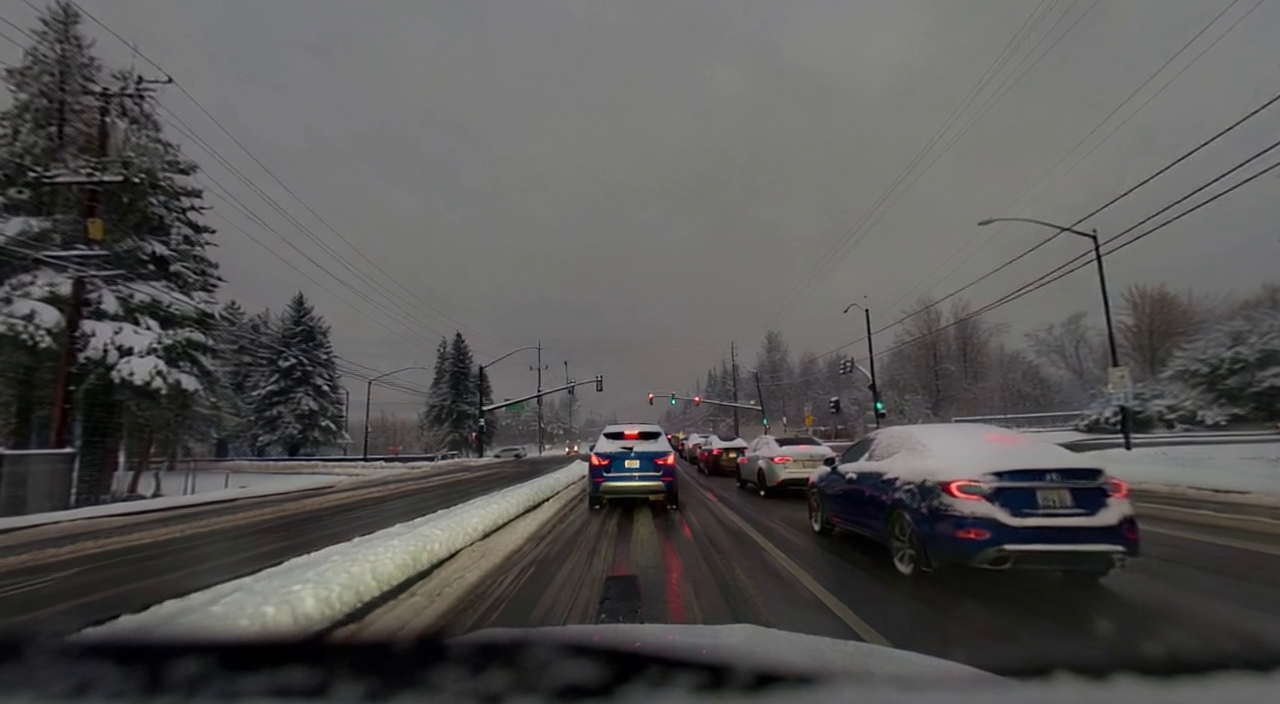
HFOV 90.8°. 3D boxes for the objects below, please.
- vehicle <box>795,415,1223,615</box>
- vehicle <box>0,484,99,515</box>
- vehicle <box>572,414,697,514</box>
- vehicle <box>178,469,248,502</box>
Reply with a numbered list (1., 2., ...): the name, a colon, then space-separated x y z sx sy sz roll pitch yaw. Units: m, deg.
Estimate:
1. vehicle: 3.303 1.543 6.998 1.984 1.462 4.513 0 -9 0
2. vehicle: -33.361 8.329 35.777 3.637 1.483 2.007 -1 -7 1
3. vehicle: -0.140 2.378 13.839 2.300 1.821 4.254 0 -9 -1
4. vehicle: -24.998 7.760 36.936 3.826 1.522 1.741 -2 -8 30
